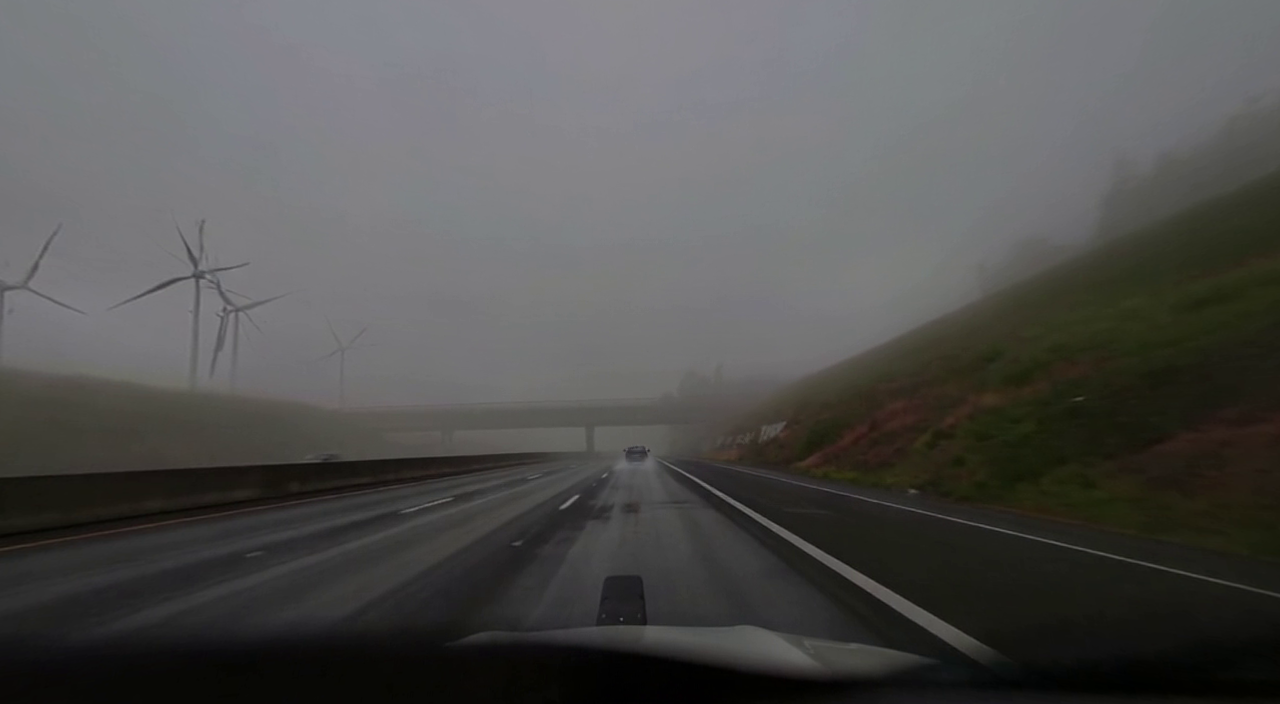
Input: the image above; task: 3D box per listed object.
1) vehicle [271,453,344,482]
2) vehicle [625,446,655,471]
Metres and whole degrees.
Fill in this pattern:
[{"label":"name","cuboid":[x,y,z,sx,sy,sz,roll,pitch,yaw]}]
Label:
[{"label":"vehicle","cuboid":[-18.589,6.477,35.518,1.854,1.489,4.070,0,-9,1]},{"label":"vehicle","cuboid":[0.013,6.991,41.549,1.870,1.481,4.234,0,-9,0]}]
